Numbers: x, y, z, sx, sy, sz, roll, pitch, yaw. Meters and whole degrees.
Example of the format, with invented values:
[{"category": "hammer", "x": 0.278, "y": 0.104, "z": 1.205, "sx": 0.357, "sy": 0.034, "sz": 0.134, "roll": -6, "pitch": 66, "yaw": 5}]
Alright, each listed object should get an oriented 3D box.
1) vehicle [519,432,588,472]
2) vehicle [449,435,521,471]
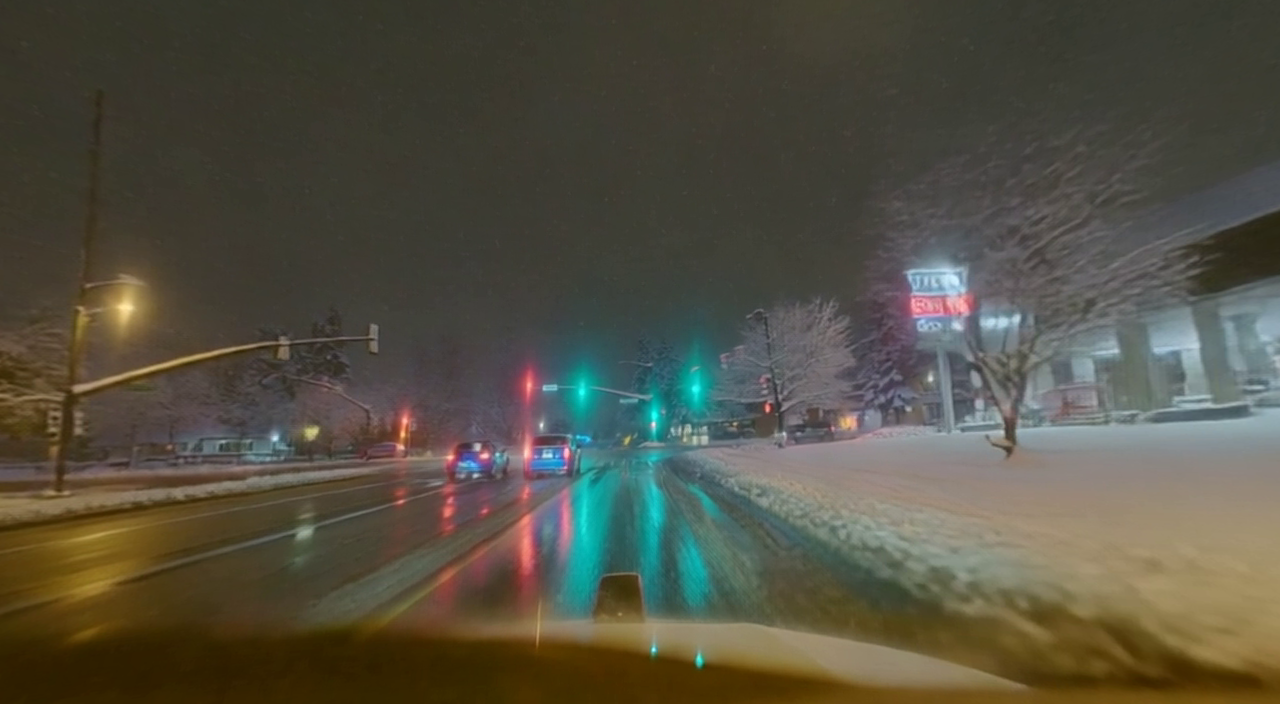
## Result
[{"category": "vehicle", "x": -3.371, "y": 4.031, "z": 25.642, "sx": 2.054, "sy": 1.449, "sz": 4.772, "roll": 0, "pitch": -8, "yaw": 1}, {"category": "vehicle", "x": -6.682, "y": 4.411, "z": 27.685, "sx": 1.966, "sy": 1.439, "sz": 4.161, "roll": 0, "pitch": -8, "yaw": 2}]
